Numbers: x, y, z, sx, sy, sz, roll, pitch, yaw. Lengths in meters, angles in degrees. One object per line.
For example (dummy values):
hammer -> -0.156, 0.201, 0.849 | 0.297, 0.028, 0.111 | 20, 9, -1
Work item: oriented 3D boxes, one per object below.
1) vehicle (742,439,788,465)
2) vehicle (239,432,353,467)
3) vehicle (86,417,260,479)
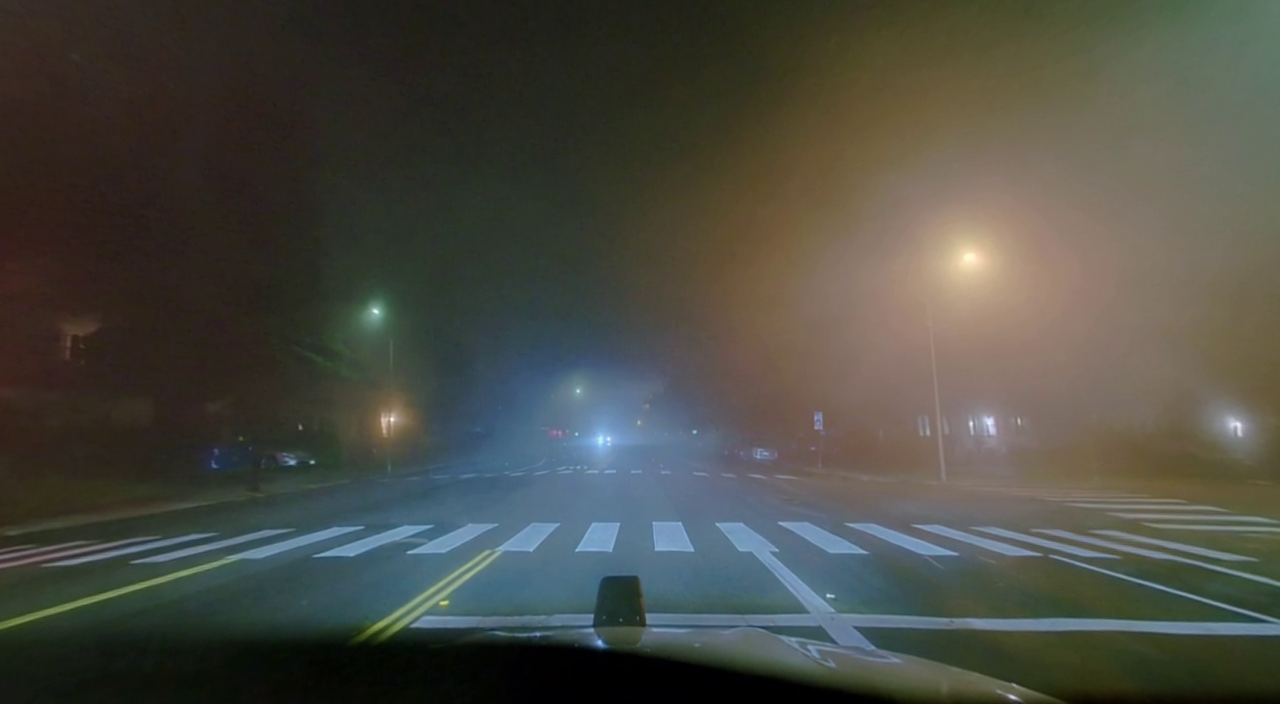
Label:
vehicle -> 7.996, 6.440, 40.874 | 2.029, 1.554, 4.705 | 0, -9, 1
vehicle -> -17.957, 5.121, 33.146 | 4.743, 1.734, 1.994 | 0, -9, 0
vehicle -> -17.929, 3.729, 24.493 | 4.800, 2.259, 2.303 | 0, -9, -1
